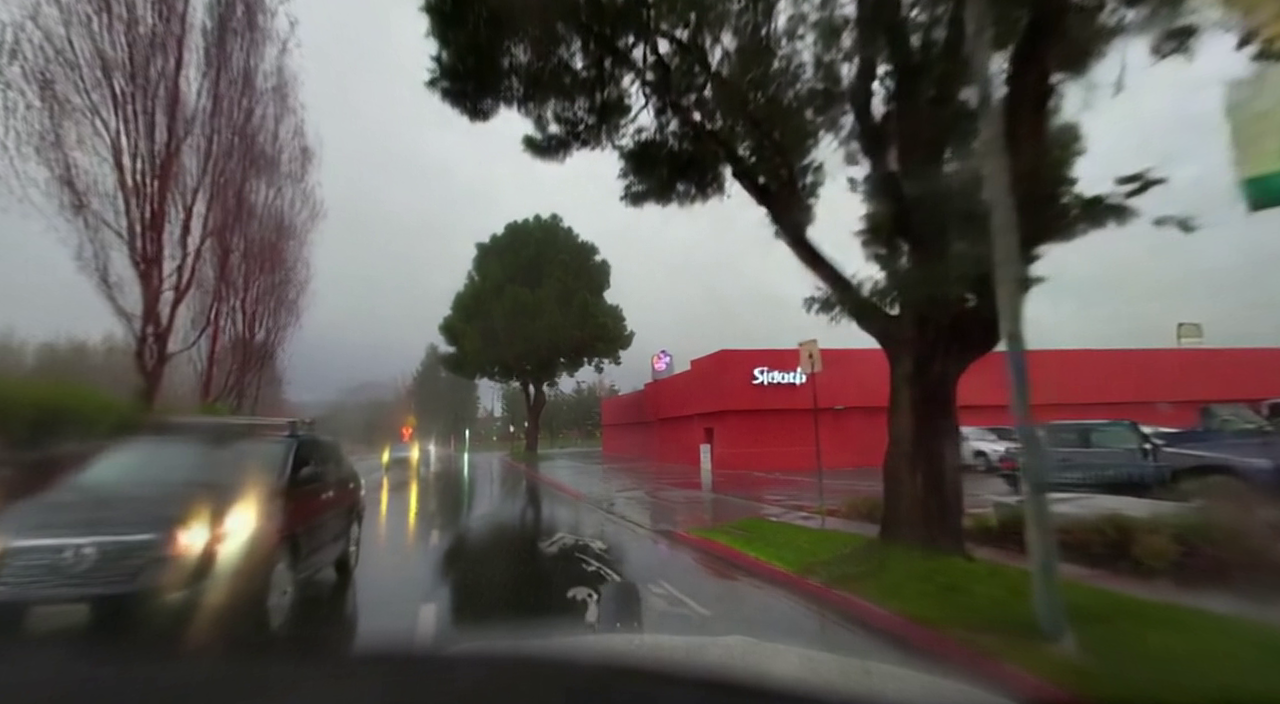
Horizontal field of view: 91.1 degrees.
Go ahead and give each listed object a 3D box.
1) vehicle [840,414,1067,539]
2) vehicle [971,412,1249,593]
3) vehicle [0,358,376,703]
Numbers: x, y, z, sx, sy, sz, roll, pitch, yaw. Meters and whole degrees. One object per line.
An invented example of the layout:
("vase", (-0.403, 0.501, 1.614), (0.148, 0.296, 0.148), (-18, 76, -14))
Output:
("vehicle", (5.249, 1.935, 10.424), (3.575, 1.473, 1.785), (0, -8, -37))
("vehicle", (5.765, 1.583, 7.572), (3.556, 1.441, 1.935), (2, -9, -43))
("vehicle", (-3.565, 1.176, 4.922), (2.065, 1.773, 4.128), (2, -8, -14))
